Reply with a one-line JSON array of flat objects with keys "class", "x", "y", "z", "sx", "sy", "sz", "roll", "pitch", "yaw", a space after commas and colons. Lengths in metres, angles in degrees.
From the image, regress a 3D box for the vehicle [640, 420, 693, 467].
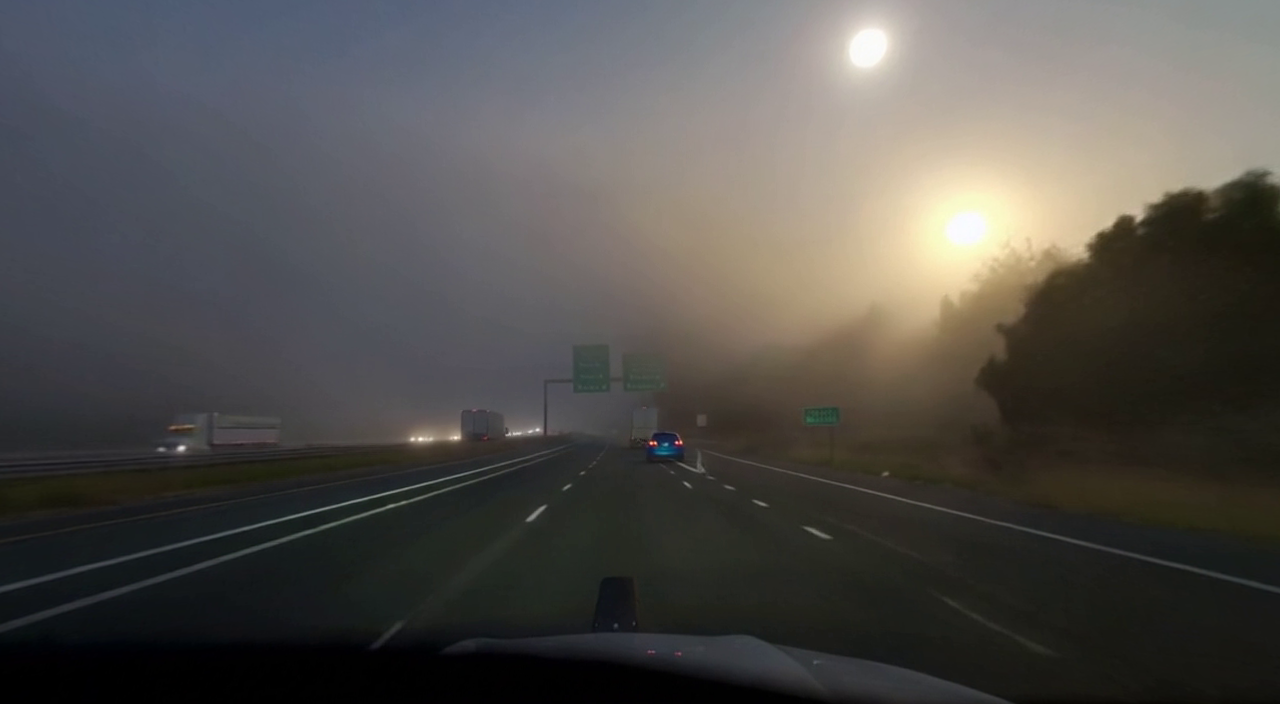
[{"class": "vehicle", "x": 1.110, "y": 4.118, "z": 28.561, "sx": 2.076, "sy": 1.914, "sz": 4.287, "roll": 0, "pitch": -8, "yaw": -2}]
